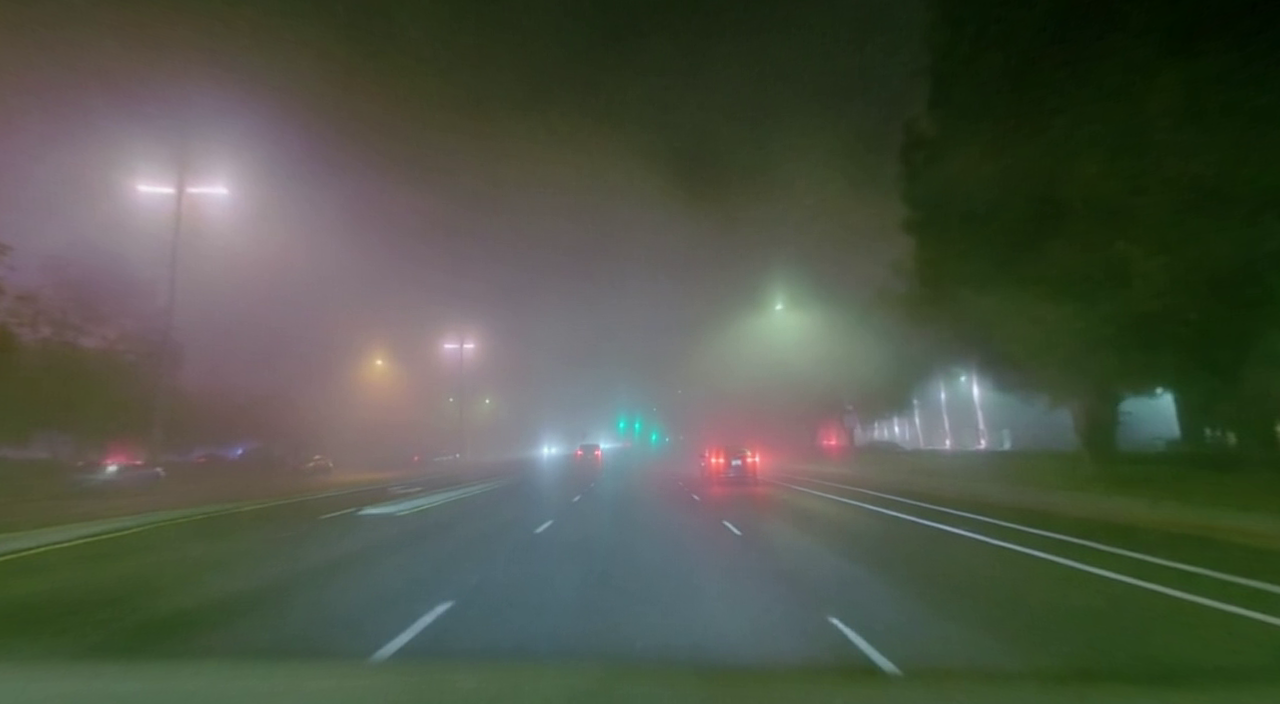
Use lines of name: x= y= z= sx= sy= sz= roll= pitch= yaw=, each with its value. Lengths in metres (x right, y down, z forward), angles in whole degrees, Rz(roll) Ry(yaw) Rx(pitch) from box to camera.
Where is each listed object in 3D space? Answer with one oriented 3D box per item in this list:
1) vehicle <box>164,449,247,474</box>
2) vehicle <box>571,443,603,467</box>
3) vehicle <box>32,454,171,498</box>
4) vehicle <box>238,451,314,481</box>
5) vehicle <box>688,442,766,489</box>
vehicle: x=-30.583 y=7.709 z=44.559 sx=4.278 sy=1.625 sz=1.974 roll=0 pitch=-9 yaw=-1
vehicle: x=-3.741 y=7.384 z=45.390 sx=1.935 sy=1.617 sz=4.045 roll=0 pitch=-9 yaw=0
vehicle: x=-22.601 y=5.177 z=26.804 sx=1.818 sy=1.588 sz=4.708 roll=0 pitch=-9 yaw=-1
vehicle: x=-22.456 y=7.023 z=39.201 sx=1.926 sy=1.681 sz=4.601 roll=-1 pitch=-9 yaw=1
vehicle: x=2.890 y=3.880 z=21.984 sx=1.966 sy=1.449 sz=4.290 roll=0 pitch=-9 yaw=-2
